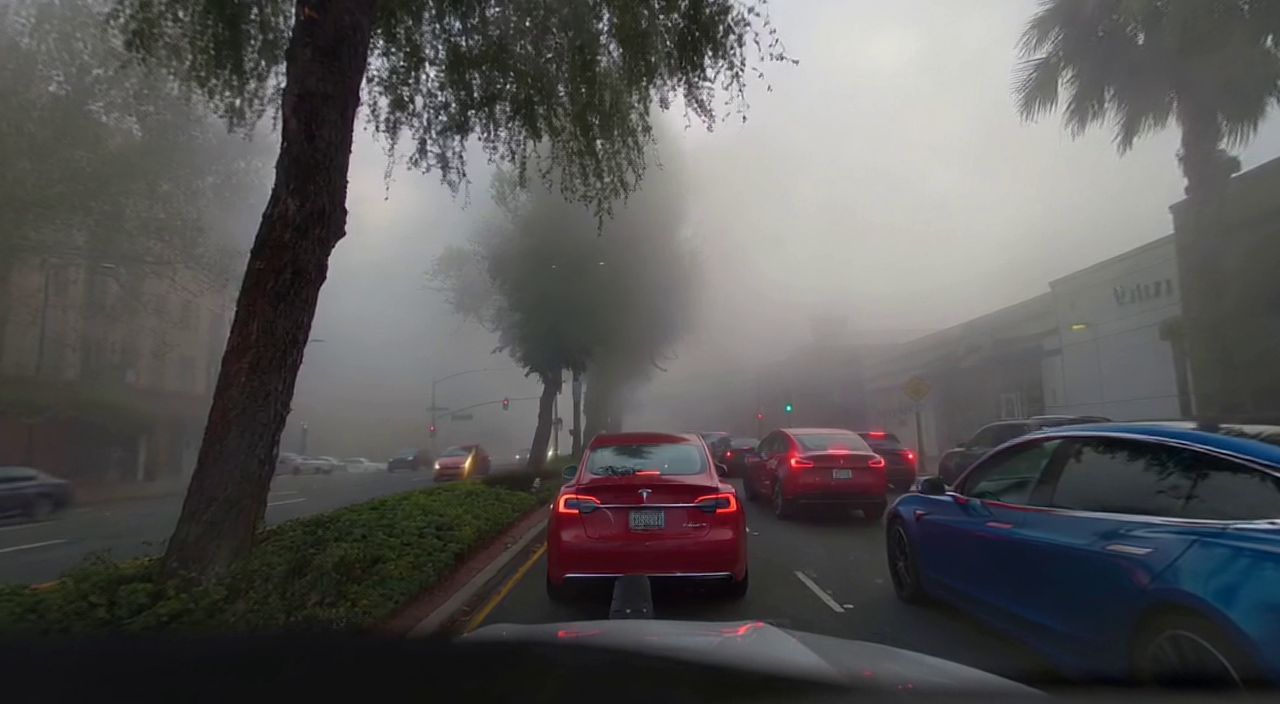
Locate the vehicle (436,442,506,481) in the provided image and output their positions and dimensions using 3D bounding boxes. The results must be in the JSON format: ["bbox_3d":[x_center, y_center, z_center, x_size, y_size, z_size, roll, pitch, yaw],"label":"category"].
[{"bbox_3d":[-7.715,5.036,29.292,1.999,1.662,4.291,0,-8,1],"label":"vehicle"}]

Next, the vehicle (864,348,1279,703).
[{"bbox_3d":[3.192,1.062,3.800,2.038,1.651,4.455,0,-8,0],"label":"vehicle"}]

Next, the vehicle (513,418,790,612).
[{"bbox_3d":[0.103,1.556,6.914,2.137,1.488,3.938,0,-8,0],"label":"vehicle"}]

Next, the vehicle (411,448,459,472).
[{"bbox_3d":[-15.117,7.955,46.733,2.005,1.630,4.556,0,-8,1],"label":"vehicle"}]
